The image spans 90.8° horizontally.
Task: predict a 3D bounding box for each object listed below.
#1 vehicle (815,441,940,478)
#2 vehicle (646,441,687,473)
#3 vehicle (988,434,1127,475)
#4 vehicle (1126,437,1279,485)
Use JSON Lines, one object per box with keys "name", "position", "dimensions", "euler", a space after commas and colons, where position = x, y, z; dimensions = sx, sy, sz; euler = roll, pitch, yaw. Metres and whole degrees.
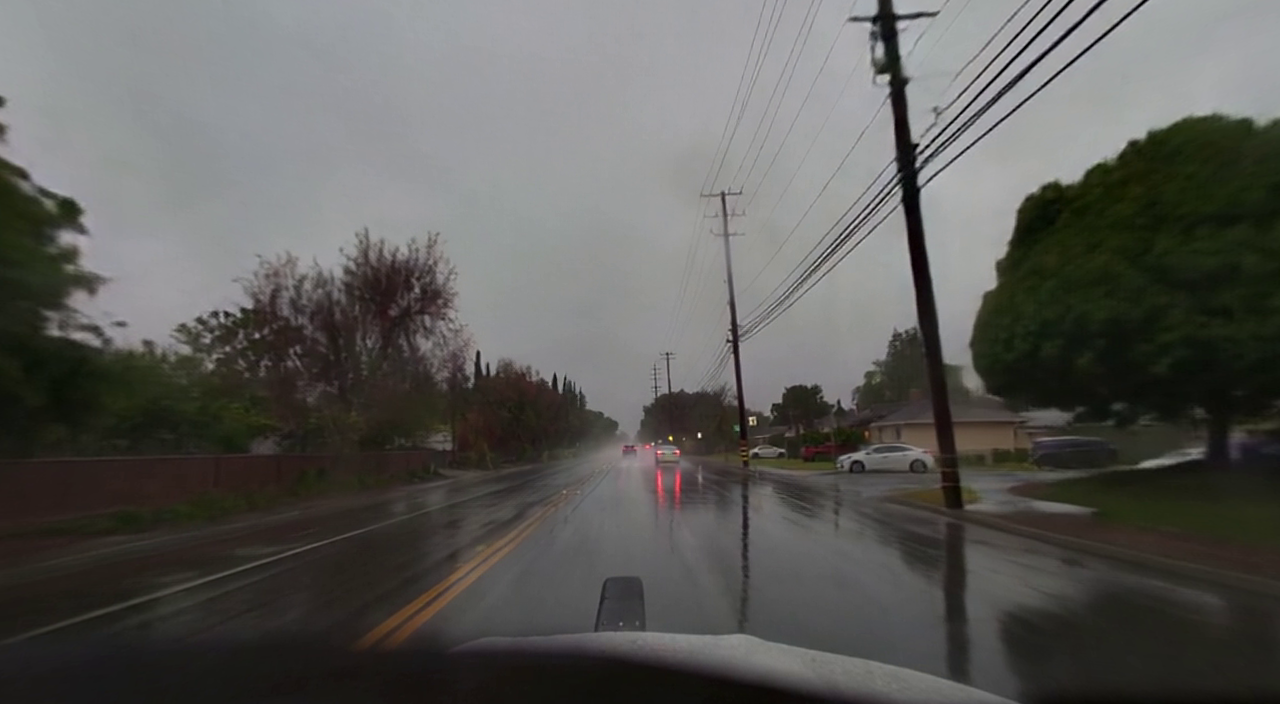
{"name": "vehicle", "position": [10.007, 4.548, 26.850], "dimensions": [4.511, 1.473, 1.962], "euler": [0, -8, -2]}
{"name": "vehicle", "position": [1.303, 5.378, 32.497], "dimensions": [1.975, 1.497, 3.647], "euler": [0, -9, 0]}
{"name": "vehicle", "position": [18.064, 4.464, 27.499], "dimensions": [4.566, 1.691, 1.996], "euler": [0, -9, 0]}
{"name": "vehicle", "position": [19.359, 3.556, 20.800], "dimensions": [4.869, 1.477, 2.076], "euler": [-1, -9, 2]}
